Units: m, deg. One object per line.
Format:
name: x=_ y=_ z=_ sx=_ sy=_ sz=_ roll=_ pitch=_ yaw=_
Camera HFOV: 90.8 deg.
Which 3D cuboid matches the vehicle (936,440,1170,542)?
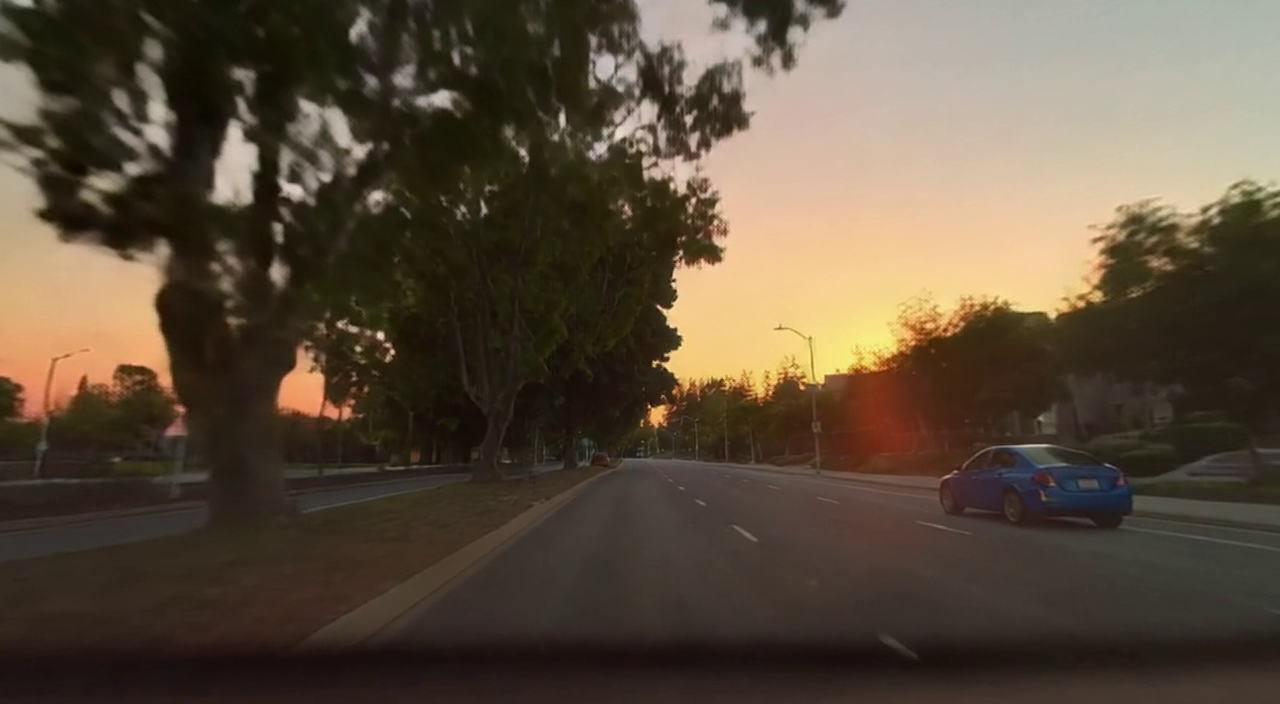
vehicle: x=7.128 y=2.384 z=11.414 sx=1.797 sy=1.518 sz=3.433 roll=0 pitch=-9 yaw=-1
